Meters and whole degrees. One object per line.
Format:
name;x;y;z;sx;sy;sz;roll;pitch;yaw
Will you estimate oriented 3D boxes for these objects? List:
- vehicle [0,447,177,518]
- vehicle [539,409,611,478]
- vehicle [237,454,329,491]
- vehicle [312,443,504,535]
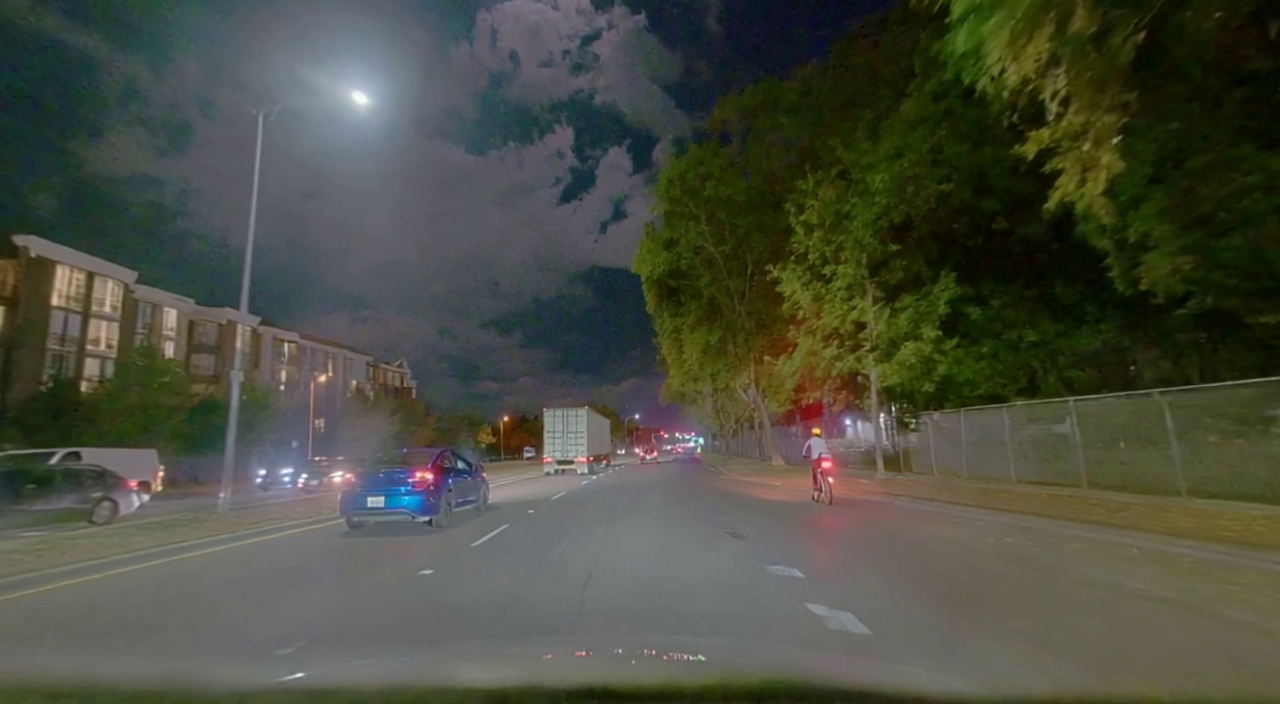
vehicle;-18.555;4.138;20.811;2.091;1.968;5.809;0;-9;0
vehicle;-3.324;5.034;34.640;2.746;3.276;8.572;-1;-9;2
vehicle;-18.622;6.261;33.201;2.004;1.704;4.876;0;-9;0
vehicle;-4.205;2.535;12.351;2.005;1.462;4.345;-1;-9;2
